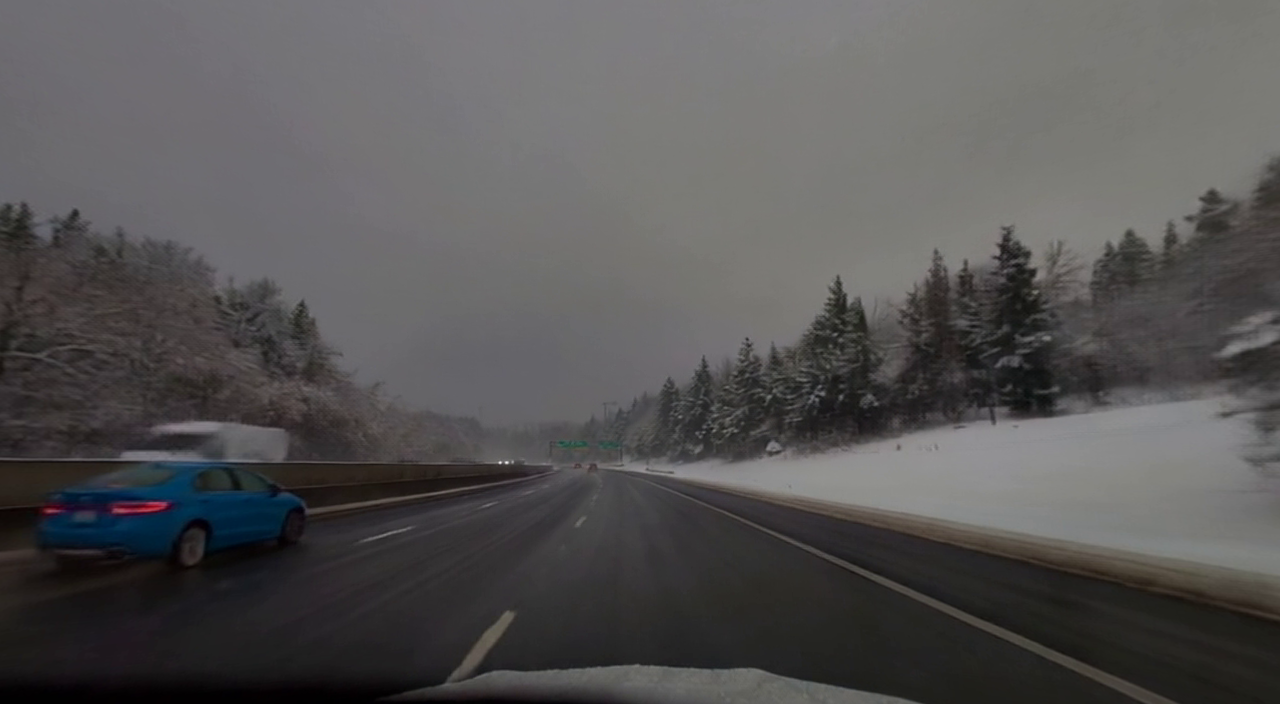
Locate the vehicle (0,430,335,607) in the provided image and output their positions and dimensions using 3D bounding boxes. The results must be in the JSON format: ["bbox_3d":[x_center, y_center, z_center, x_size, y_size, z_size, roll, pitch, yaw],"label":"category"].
[{"bbox_3d":[-6.284,2.027,8.449,2.194,1.704,4.421,1,-10,-1],"label":"vehicle"}]
